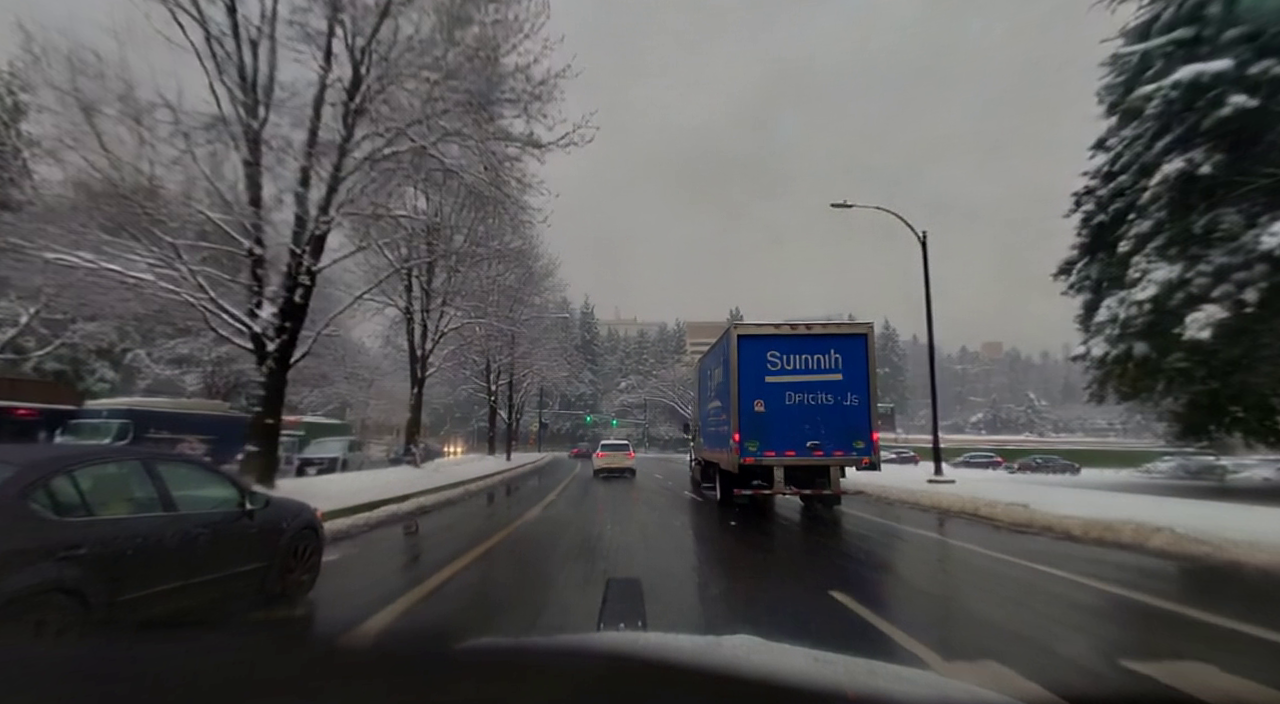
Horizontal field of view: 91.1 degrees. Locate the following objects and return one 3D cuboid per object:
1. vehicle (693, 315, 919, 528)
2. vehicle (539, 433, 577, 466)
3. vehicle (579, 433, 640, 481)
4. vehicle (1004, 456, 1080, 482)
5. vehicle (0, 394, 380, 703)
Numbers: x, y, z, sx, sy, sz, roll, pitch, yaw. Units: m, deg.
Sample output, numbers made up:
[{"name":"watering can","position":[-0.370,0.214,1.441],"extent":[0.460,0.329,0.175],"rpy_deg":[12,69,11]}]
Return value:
[{"name":"vehicle","position":[3.174,1.774,14.972],"extent":[2.905,3.644,8.441],"rpy_deg":[0,-9,-1]},{"name":"vehicle","position":[-5.757,6.938,44.920],"extent":[2.269,2.181,5.787],"rpy_deg":[1,-9,-4]},{"name":"vehicle","position":[-1.314,4.406,26.596],"extent":[2.388,1.811,4.455],"rpy_deg":[1,-9,-4]},{"name":"vehicle","position":[24.973,7.234,39.016],"extent":[4.391,1.492,1.972],"rpy_deg":[5,-10,-28]},{"name":"vehicle","position":[-3.678,1.193,4.351],"extent":[1.828,1.515,4.422],"rpy_deg":[0,-9,0]}]
